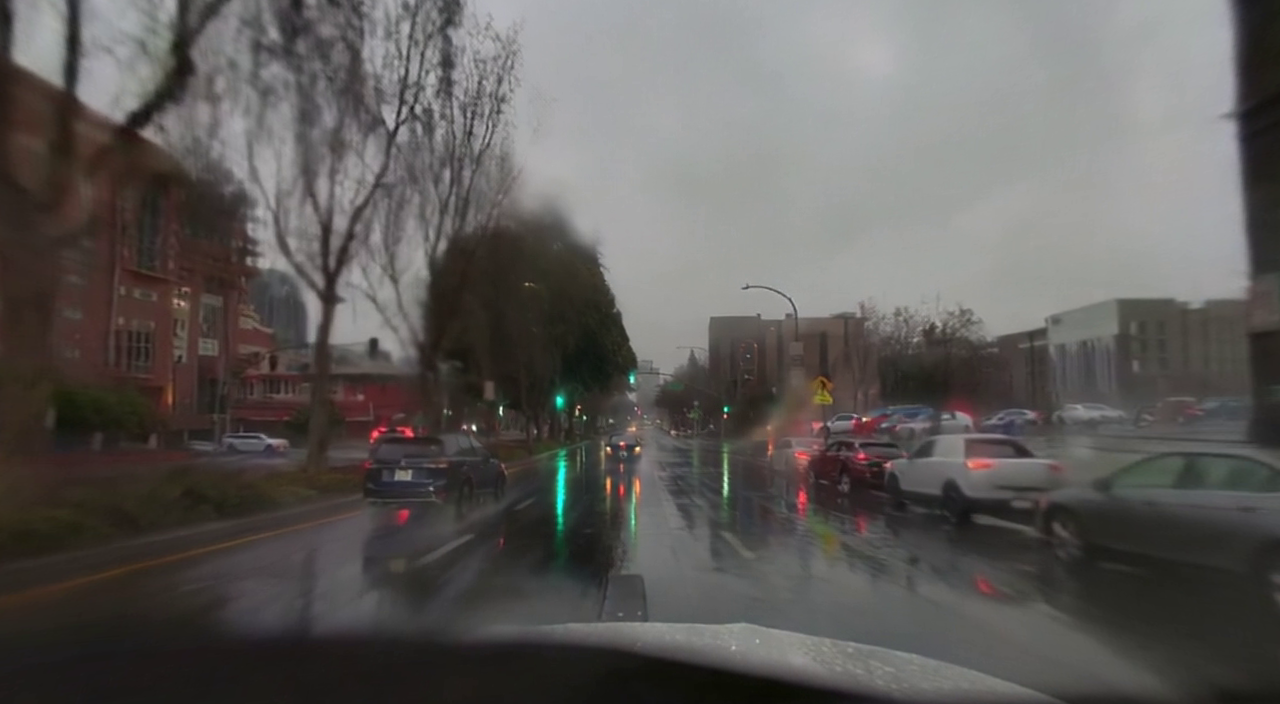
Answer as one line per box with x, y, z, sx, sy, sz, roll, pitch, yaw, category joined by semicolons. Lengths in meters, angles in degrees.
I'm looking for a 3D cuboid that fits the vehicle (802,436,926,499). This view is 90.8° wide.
5.986;3.115;17.476;1.959;1.513;4.104;0;-8;1;vehicle

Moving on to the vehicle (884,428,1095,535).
6.121;2.274;11.646;1.877;1.642;3.572;0;-8;2;vehicle

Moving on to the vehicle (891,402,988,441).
21.322;4.990;45.077;5.756;2.653;2.403;2;-9;-12;vehicle

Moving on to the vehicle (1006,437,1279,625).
6.114;1.602;6.222;2.089;1.488;4.663;0;-8;-2;vehicle

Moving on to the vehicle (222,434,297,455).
-28.374;6.917;47.181;4.453;1.471;1.921;-1;-8;4;vehicle

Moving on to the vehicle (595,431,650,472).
-0.656;4.048;25.785;2.082;1.520;3.896;0;-8;0;vehicle

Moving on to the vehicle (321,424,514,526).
-3.807;2.186;11.803;1.934;1.522;4.464;0;-8;1;vehicle
